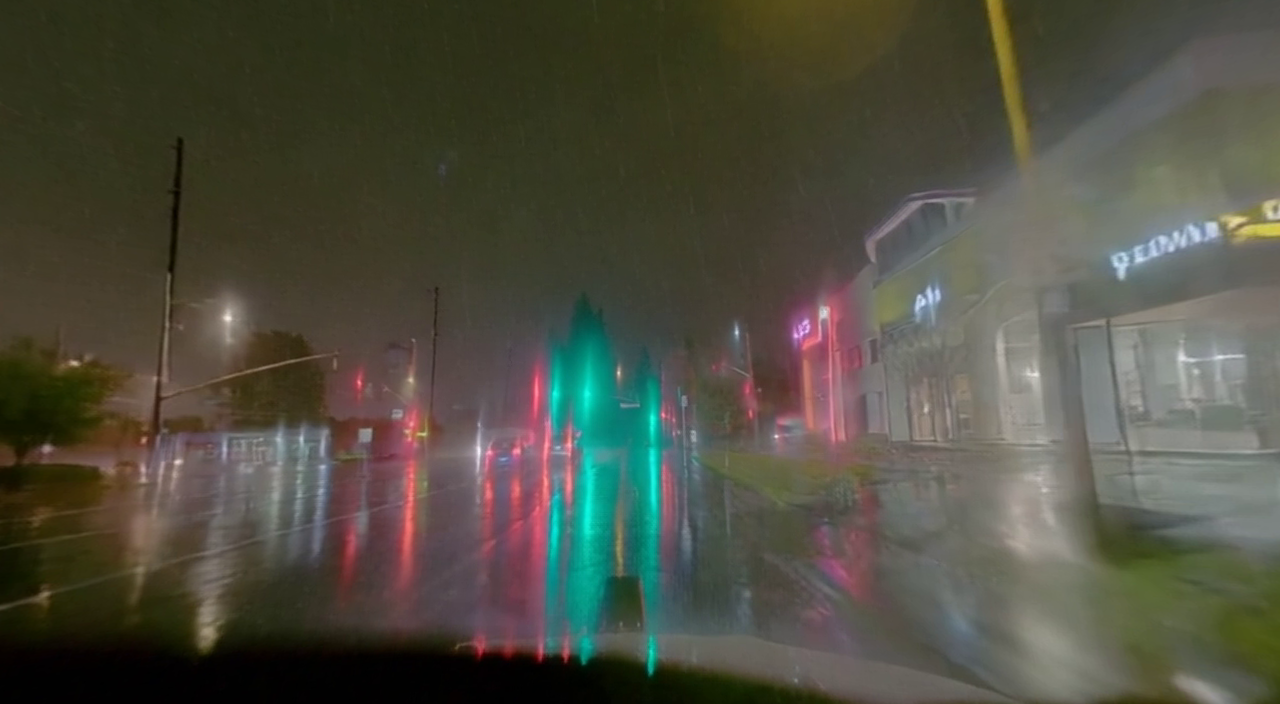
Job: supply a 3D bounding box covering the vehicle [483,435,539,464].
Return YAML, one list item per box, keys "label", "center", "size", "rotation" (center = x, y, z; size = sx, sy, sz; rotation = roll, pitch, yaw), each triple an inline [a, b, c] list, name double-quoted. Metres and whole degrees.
- label: "vehicle"
  center: [-6.752, 5.160, 33.501]
  size: [1.966, 1.439, 4.161]
  rotation: [0, -8, 2]

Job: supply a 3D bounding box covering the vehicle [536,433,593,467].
- label: "vehicle"
  center: [-3.450, 4.596, 29.835]
  size: [2.054, 1.449, 4.772]
  rotation: [0, -8, 1]
